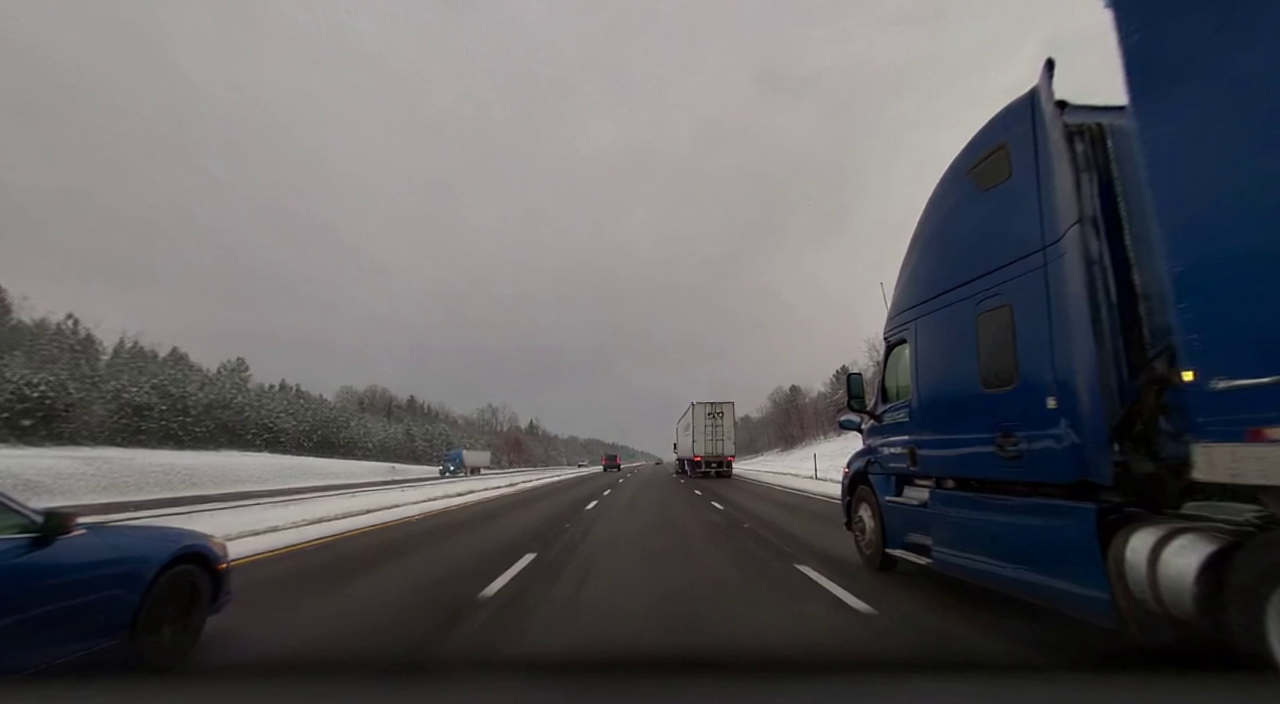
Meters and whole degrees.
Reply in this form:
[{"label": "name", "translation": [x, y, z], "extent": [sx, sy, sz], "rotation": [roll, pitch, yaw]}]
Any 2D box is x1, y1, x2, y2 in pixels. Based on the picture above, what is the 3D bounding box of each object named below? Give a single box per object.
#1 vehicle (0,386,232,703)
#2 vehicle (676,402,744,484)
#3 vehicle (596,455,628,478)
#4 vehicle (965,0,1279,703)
[{"label": "vehicle", "translation": [-3.646, 0.804, 1.860], "extent": [1.945, 1.537, 4.294], "rotation": [0, -9, 1]}, {"label": "vehicle", "translation": [3.837, 5.654, 38.235], "extent": [2.832, 4.034, 13.924], "rotation": [0, -10, 1]}, {"label": "vehicle", "translation": [-1.903, 7.876, 43.582], "extent": [1.935, 1.470, 4.063], "rotation": [0, -9, 1]}, {"label": "vehicle", "translation": [4.721, -0.353, 1.754], "extent": [3.300, 4.237, 7.728], "rotation": [0, -9, 0]}]
